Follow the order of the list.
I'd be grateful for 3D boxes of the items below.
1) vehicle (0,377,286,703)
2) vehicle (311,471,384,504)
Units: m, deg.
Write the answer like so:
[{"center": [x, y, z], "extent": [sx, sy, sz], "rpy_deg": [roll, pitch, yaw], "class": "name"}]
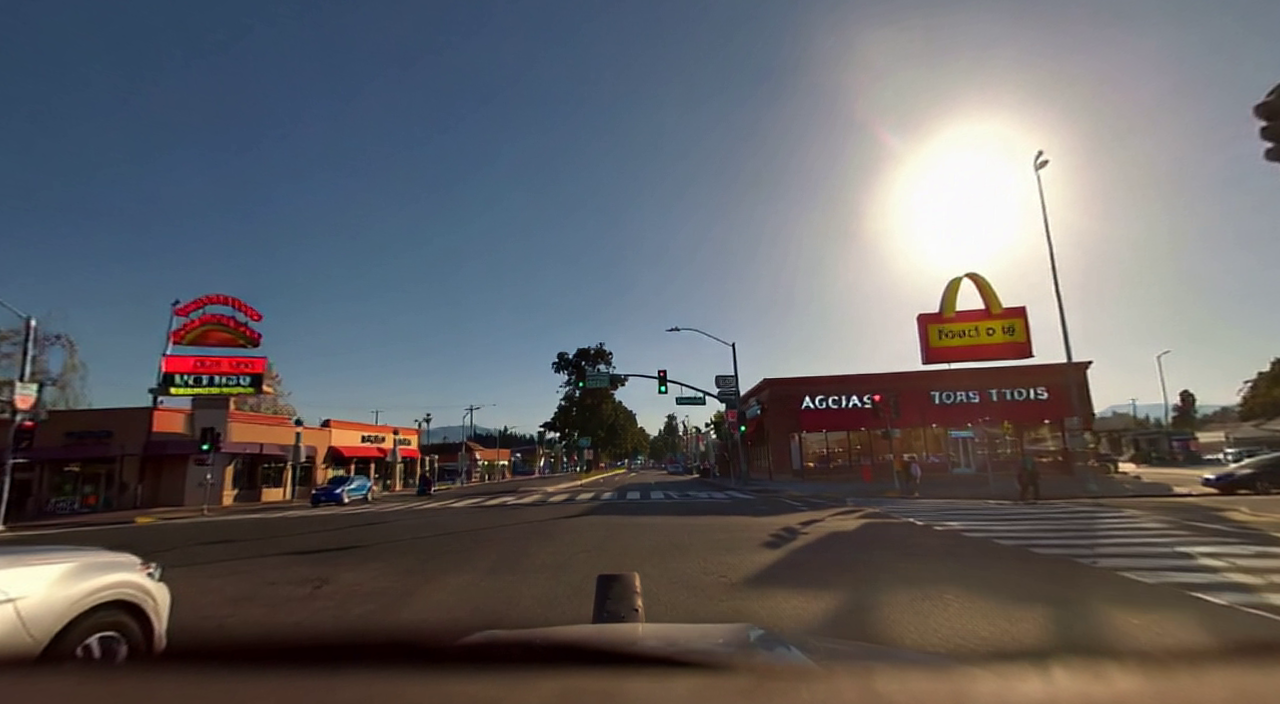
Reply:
[{"center": [-3.327, 0.827, 1.605], "extent": [2.081, 1.644, 4.523], "rpy_deg": [0, -9, 2], "class": "vehicle"}, {"center": [-15.871, 7.346, 34.378], "extent": [1.931, 1.471, 4.152], "rpy_deg": [0, -9, 1], "class": "vehicle"}]
